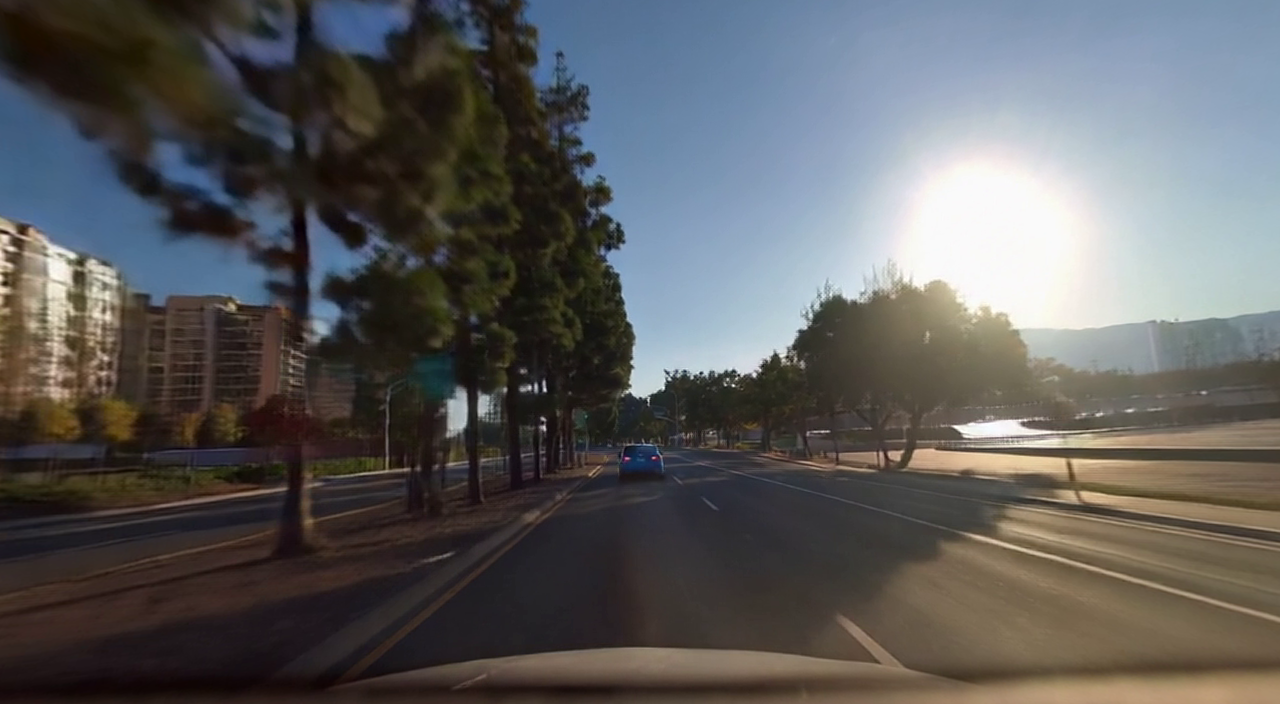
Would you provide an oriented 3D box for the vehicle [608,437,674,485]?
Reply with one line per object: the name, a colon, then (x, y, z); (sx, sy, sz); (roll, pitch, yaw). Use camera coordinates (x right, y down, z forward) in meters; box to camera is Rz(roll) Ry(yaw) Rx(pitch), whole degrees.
vehicle: (-0.007, 3.730, 21.990); (2.042, 1.479, 4.601); (0, -8, -1)
